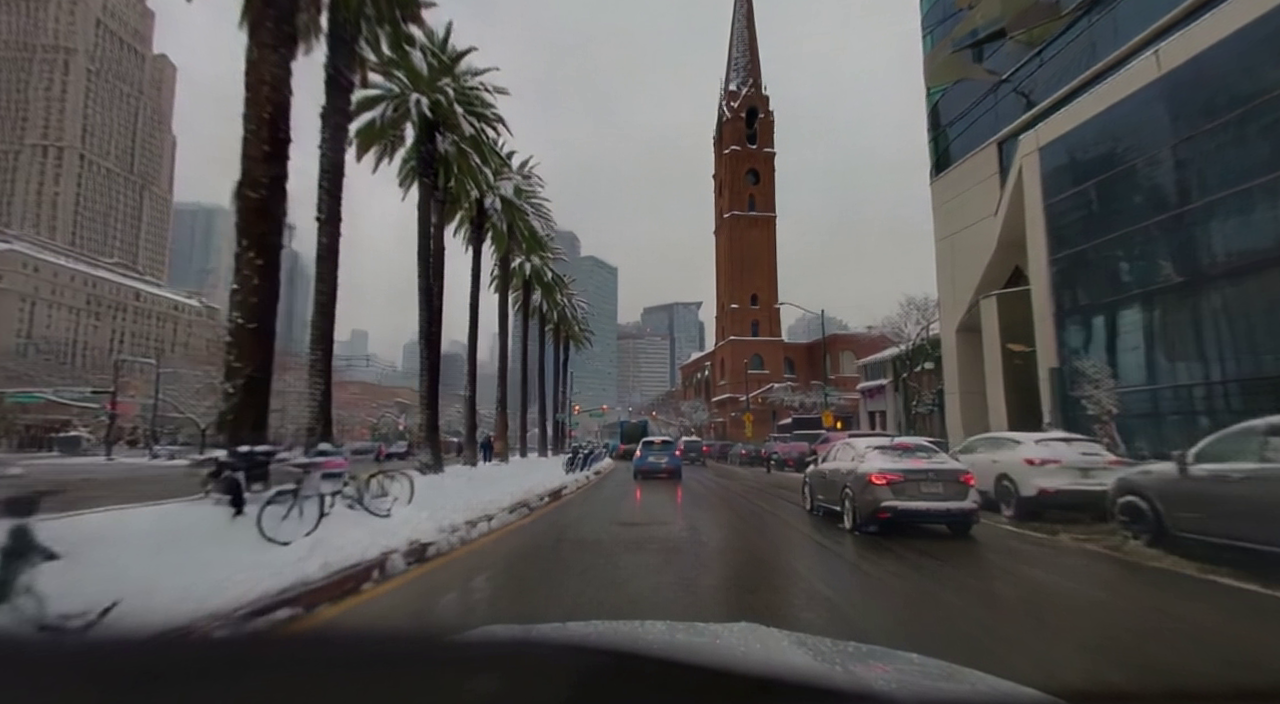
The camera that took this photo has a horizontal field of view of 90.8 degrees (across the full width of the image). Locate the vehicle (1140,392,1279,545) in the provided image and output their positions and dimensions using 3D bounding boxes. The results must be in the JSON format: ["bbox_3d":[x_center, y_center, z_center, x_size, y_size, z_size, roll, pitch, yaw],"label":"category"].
[{"bbox_3d":[9.230,1.458,7.868,2.041,1.941,4.884,-1,-8,2],"label":"vehicle"}]

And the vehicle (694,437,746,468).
[{"bbox_3d":[4.338,5.561,34.985,1.981,1.572,4.718,0,-9,-4],"label":"vehicle"}]

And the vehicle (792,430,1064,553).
[{"bbox_3d":[4.162,2.089,10.266,2.116,1.500,4.702,0,-8,-1],"label":"vehicle"}]

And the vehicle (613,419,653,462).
[{"bbox_3d":[-0.620,6.440,45.617,2.400,2.872,6.053,0,-9,-5],"label":"vehicle"}]

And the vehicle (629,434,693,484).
[{"bbox_3d":[0.692,3.828,22.875,2.111,1.605,3.832,0,-8,0],"label":"vehicle"}]
